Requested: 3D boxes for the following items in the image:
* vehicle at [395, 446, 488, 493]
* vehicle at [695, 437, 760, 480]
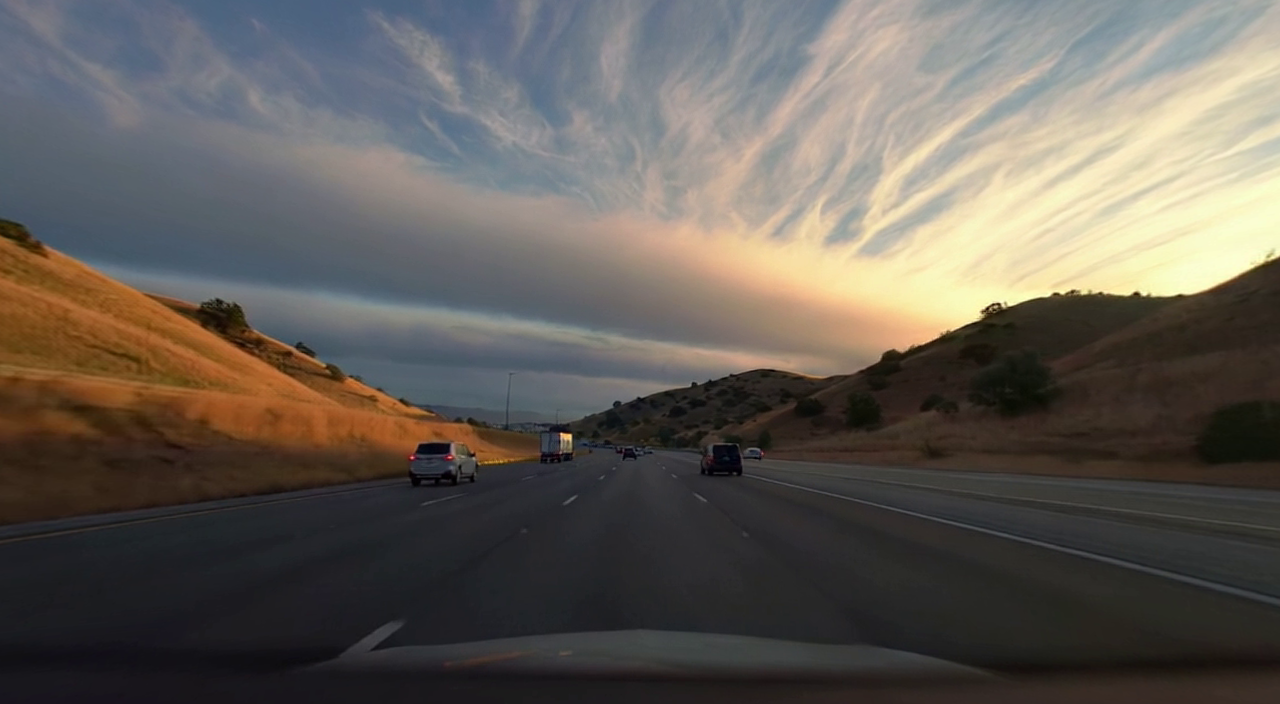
[{"bbox_3d":[-7.244,4.306,23.570,1.935,1.550,4.883,0,-9,0],"label":"vehicle"},{"bbox_3d":[3.861,4.814,28.692,2.231,1.789,4.700,0,-9,-1],"label":"vehicle"}]
